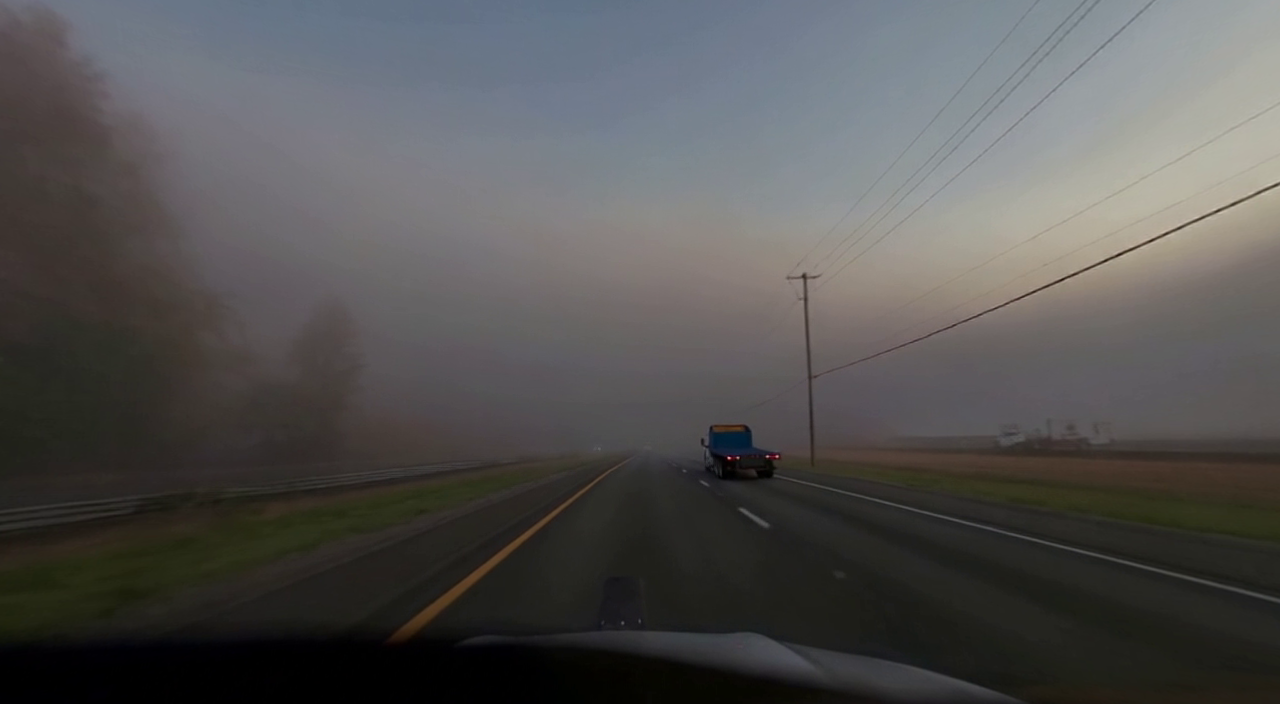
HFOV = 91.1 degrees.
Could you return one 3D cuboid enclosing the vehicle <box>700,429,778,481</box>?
[{"bbox_3d":[3.816,4.100,25.328,2.228,1.852,5.449,0,-8,0],"label":"vehicle"}]
